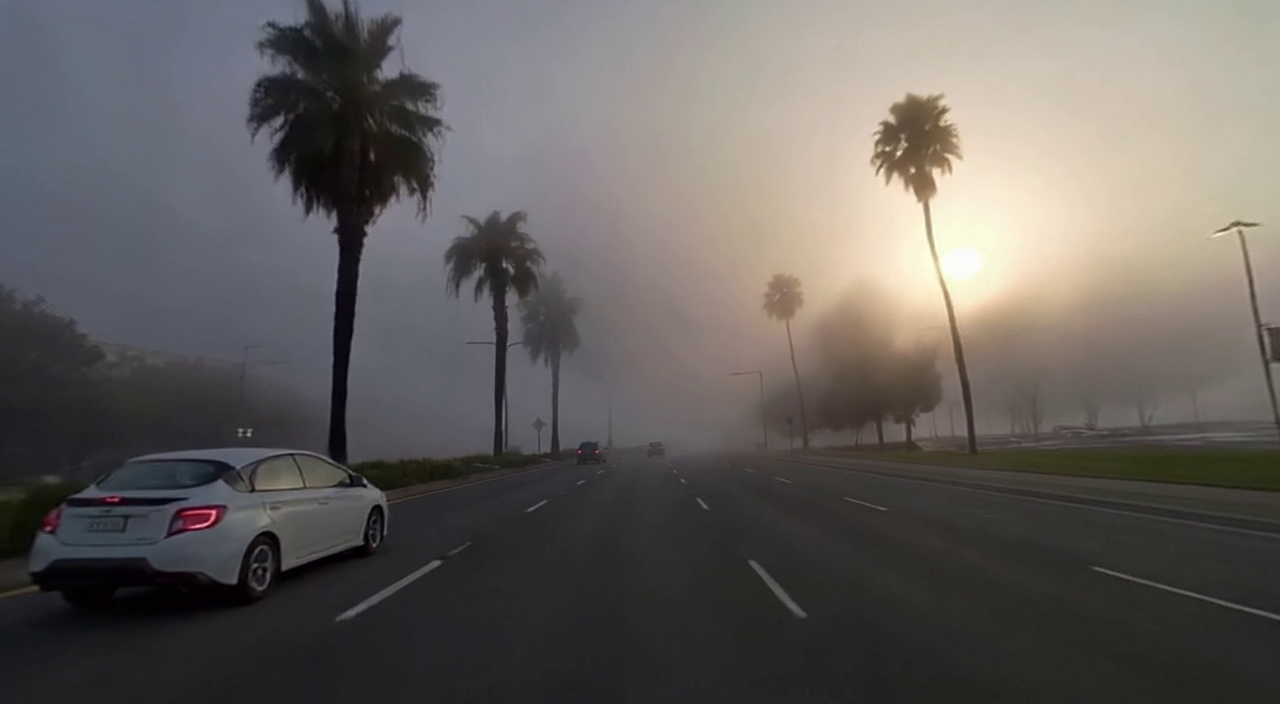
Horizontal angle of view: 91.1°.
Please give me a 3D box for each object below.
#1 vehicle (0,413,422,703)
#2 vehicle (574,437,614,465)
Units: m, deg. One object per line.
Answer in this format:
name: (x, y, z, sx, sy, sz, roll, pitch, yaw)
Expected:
vehicle: (-3.797, 1.395, 5.456, 2.036, 1.478, 4.771, 0, -8, 1)
vehicle: (-3.151, 6.959, 44.186, 2.188, 1.819, 4.667, -1, -8, 4)
